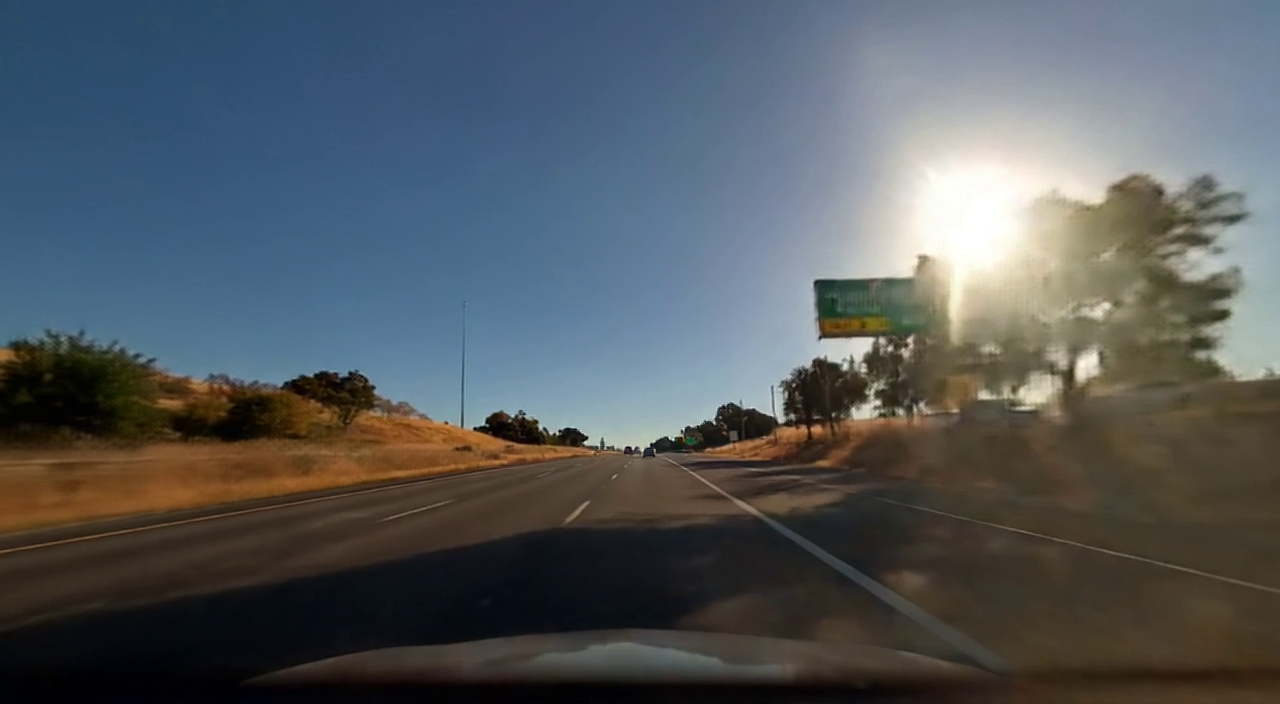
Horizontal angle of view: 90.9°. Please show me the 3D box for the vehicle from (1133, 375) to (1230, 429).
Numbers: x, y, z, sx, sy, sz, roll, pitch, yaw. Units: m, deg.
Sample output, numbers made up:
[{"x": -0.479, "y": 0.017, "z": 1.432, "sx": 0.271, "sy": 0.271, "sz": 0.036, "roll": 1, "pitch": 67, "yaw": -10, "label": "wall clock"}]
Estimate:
[{"x": 36.988, "y": 3.559, "z": 42.949, "sx": 8.349, "sy": 3.334, "sz": 2.693, "roll": 5, "pitch": -10, "yaw": -35, "label": "vehicle"}]

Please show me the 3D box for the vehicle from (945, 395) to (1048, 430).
[{"x": 18.177, "y": 3.162, "z": 32.324, "sx": 4.366, "sy": 1.571, "sz": 1.844, "roll": -5, "pitch": -9, "yaw": 28, "label": "vehicle"}]

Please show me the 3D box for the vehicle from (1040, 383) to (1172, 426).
[{"x": 18.217, "y": 2.130, "z": 24.921, "sx": 3.884, "sy": 1.482, "sz": 1.843, "roll": -5, "pitch": -10, "yaw": 28, "label": "vehicle"}]
